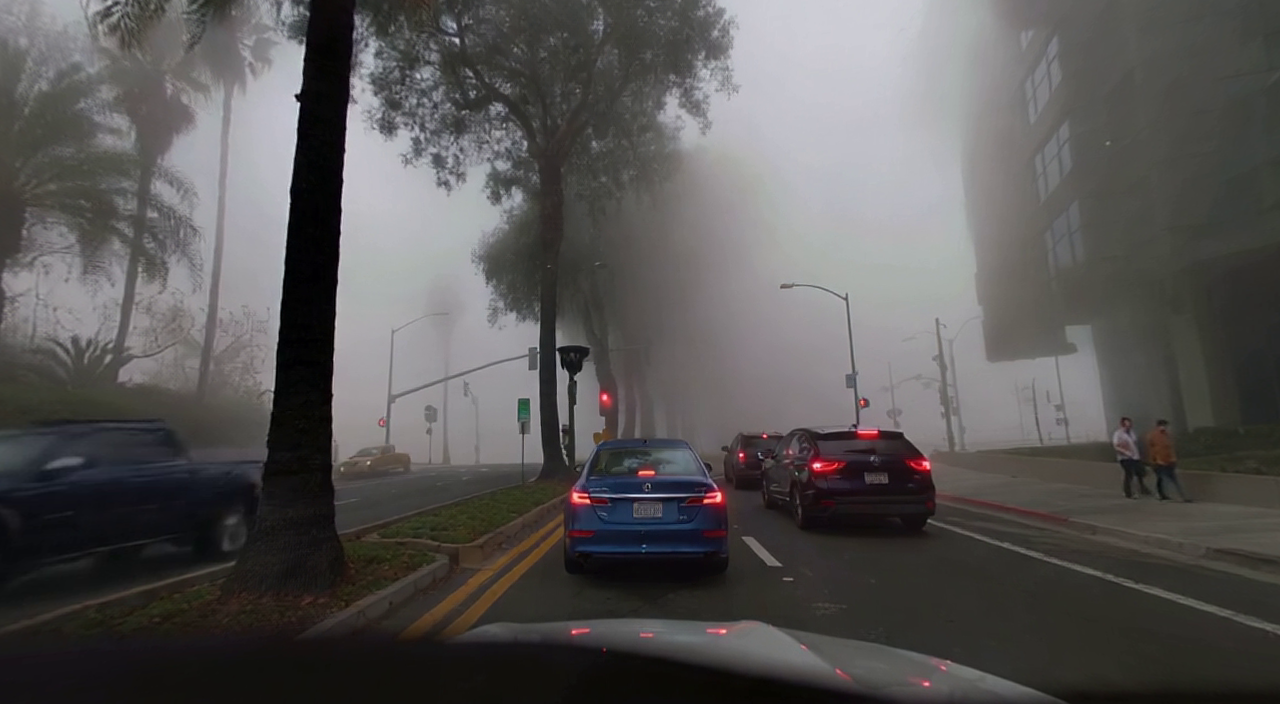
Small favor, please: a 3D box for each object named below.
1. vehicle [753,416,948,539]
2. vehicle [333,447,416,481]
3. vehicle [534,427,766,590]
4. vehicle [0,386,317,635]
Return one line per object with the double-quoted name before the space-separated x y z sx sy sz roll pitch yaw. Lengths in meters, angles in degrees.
"vehicle" 3.394 2.115 11.241 2.003 1.733 4.319 0 -8 1
"vehicle" -13.168 5.559 31.736 1.965 1.507 4.725 -1 -8 2
"vehicle" 0.136 1.719 7.774 2.088 1.452 3.993 0 -8 1
"vehicle" -5.655 1.415 6.312 2.068 1.811 4.910 -1 -8 3
